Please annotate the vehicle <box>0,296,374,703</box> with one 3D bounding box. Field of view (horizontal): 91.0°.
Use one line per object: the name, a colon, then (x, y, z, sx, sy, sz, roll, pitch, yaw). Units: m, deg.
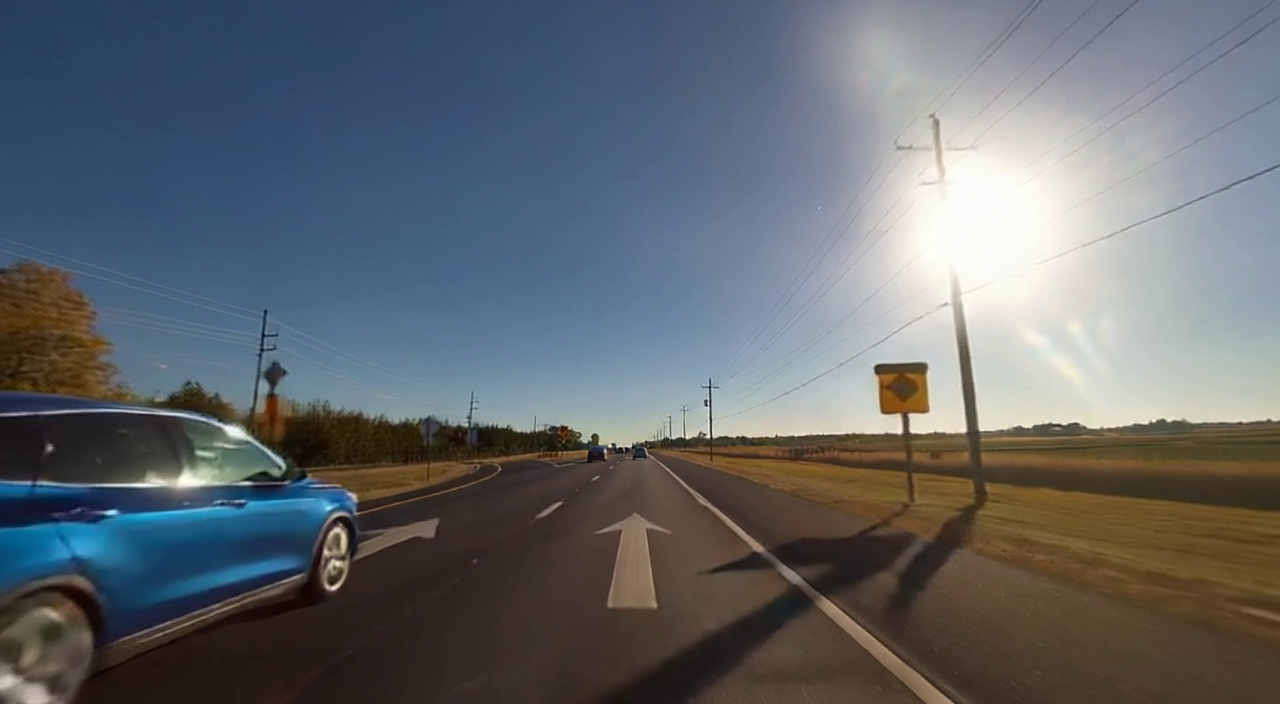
vehicle: (-3.551, 0.896, 3.458, 2.173, 1.863, 4.786, 0, -9, -2)
